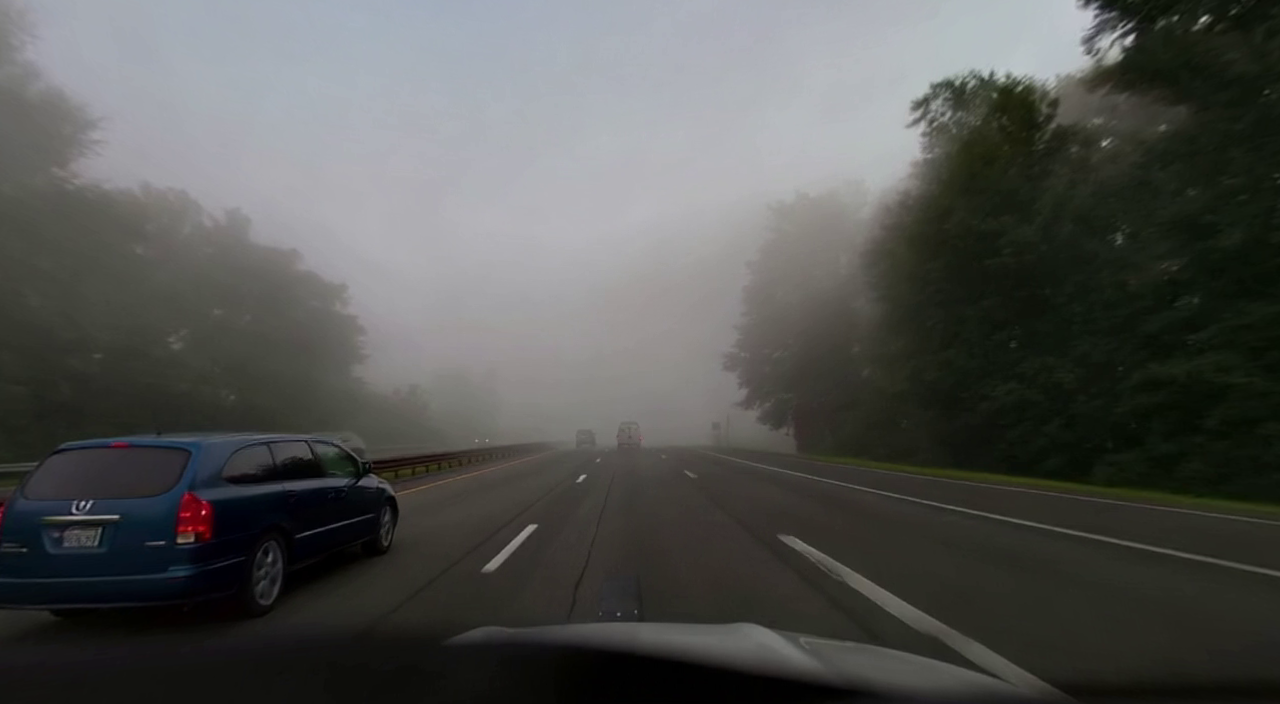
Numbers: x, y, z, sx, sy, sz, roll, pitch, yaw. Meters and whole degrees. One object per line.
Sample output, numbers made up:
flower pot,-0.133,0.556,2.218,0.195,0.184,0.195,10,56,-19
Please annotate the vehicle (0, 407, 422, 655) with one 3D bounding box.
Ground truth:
vehicle,-3.736,1.357,5.915,1.931,1.483,4.105,0,-8,-1
